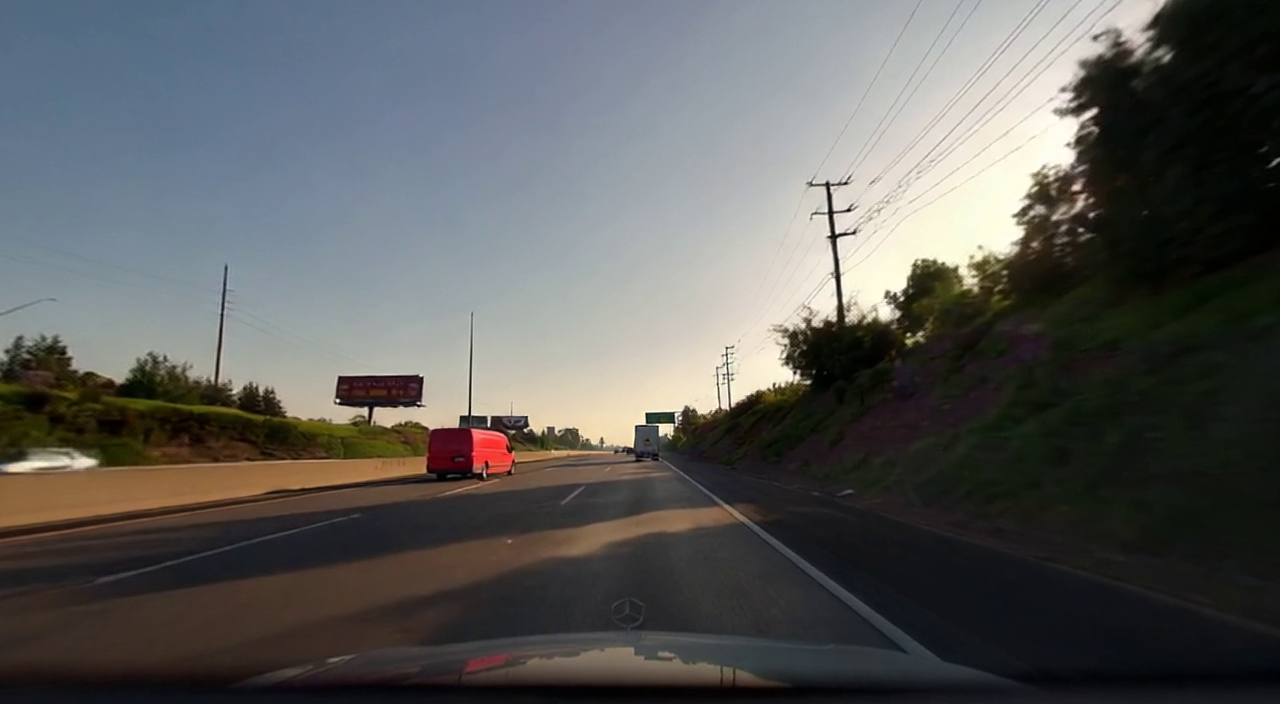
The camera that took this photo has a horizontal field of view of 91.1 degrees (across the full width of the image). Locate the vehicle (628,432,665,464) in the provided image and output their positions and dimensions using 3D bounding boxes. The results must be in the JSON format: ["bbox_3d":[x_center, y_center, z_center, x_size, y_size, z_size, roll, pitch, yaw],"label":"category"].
[{"bbox_3d":[0.494,7.341,48.169,2.692,2.279,5.695,0,-8,1],"label":"vehicle"}]

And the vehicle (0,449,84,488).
[{"bbox_3d":[-28.798,5.305,28.791,2.036,1.669,4.926,0,-8,0],"label":"vehicle"}]

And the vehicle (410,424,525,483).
[{"bbox_3d":[-6.824,4.142,26.001,2.695,2.084,6.836,-1,-8,1],"label":"vehicle"}]
